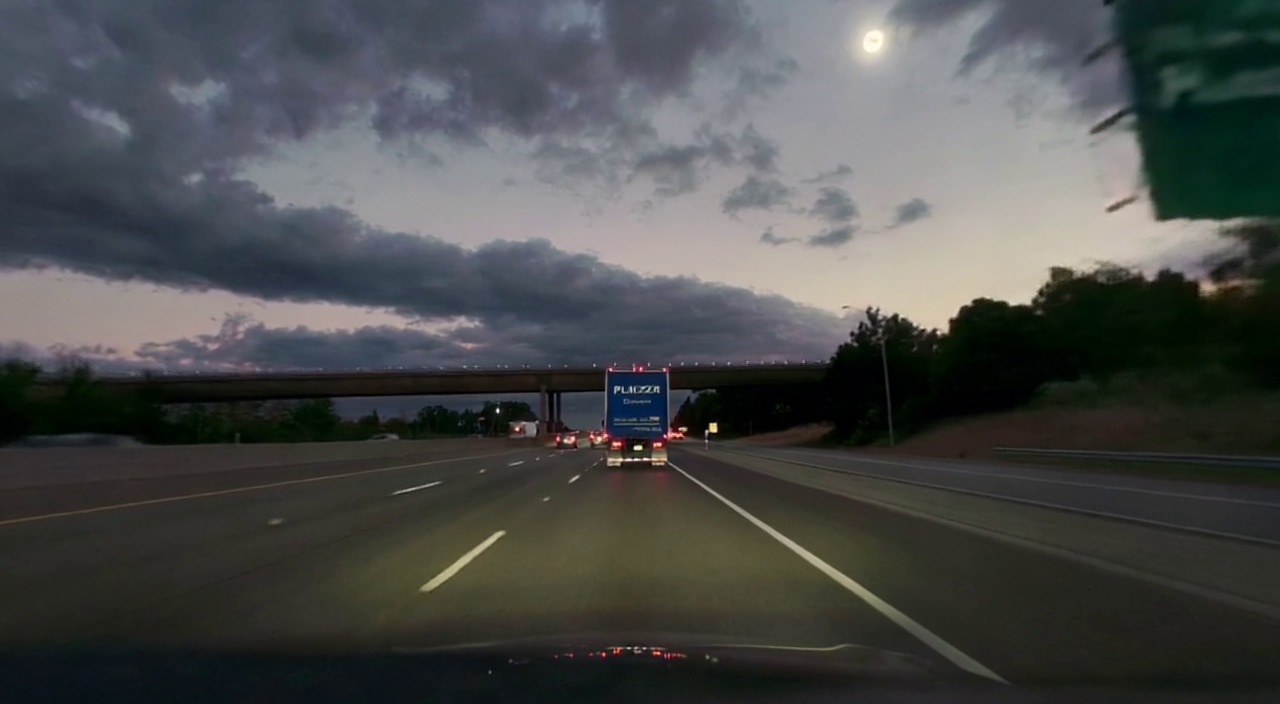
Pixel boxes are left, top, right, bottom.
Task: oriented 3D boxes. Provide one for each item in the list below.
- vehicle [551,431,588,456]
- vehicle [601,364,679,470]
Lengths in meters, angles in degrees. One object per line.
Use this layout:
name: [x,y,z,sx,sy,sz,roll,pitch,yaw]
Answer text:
vehicle: [-5.060,6.670,45.903,2.198,1.712,4.655,0,-8,-1]
vehicle: [-0.140,3.212,29.561,2.926,3.959,11.818,0,-8,-1]
